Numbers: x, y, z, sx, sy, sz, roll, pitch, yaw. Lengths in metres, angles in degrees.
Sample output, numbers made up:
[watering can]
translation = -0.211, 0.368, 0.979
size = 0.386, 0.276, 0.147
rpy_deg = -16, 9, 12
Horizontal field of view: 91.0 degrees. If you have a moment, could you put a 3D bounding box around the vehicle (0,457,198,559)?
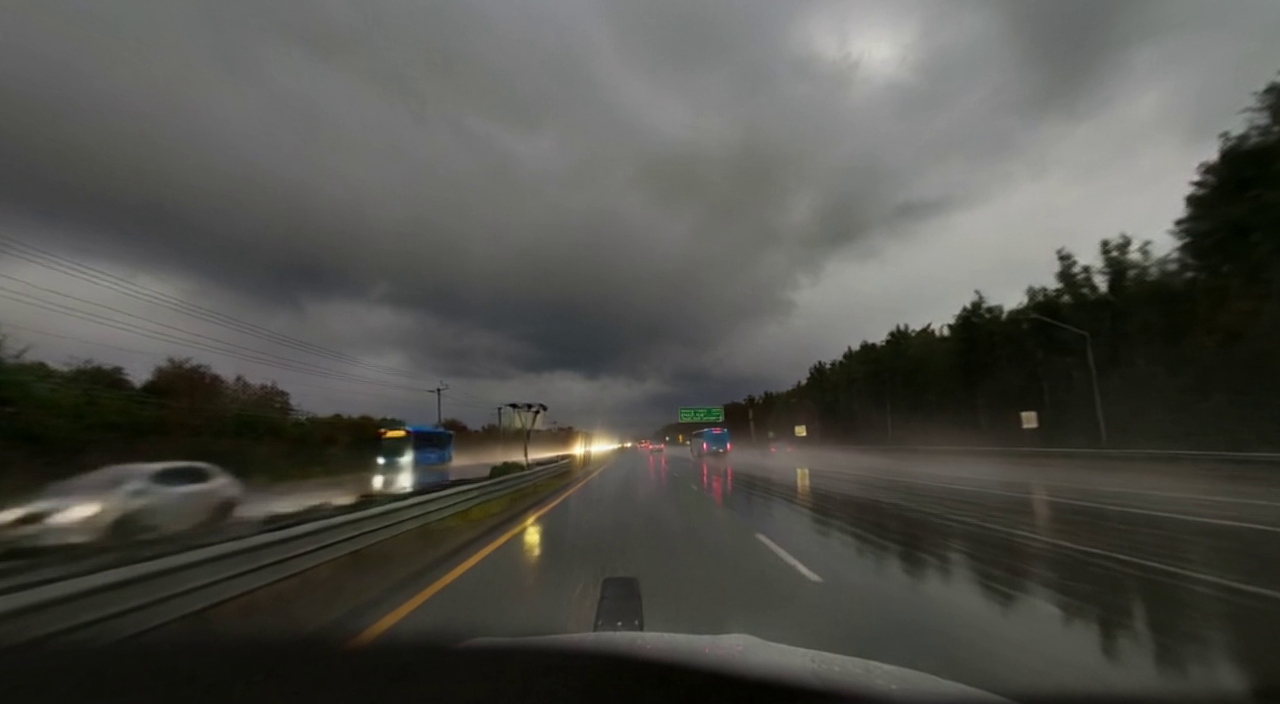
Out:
[vehicle]
translation = -10.772, 2.776, 11.874
size = 1.869, 1.506, 4.205
rpy_deg = 0, -9, -1
